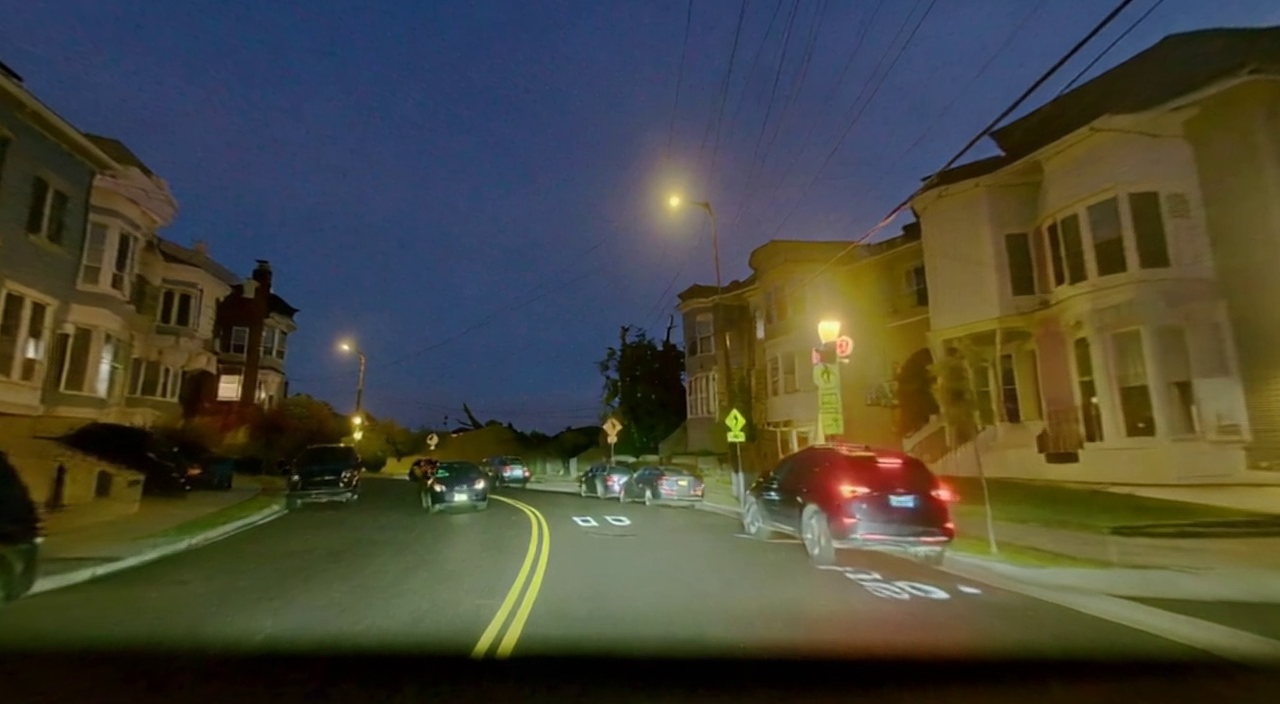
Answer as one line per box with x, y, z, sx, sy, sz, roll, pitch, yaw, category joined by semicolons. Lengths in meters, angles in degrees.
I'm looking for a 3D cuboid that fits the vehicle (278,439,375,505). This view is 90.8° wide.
-10.135;3.911;20.873;2.378;1.840;5.389;5;-11;-22;vehicle

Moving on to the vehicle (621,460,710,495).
1.313;6.317;32.100;4.163;1.586;2.023;6;-11;-36;vehicle

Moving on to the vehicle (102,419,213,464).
-24.495;4.630;32.177;4.064;1.569;1.861;19;-24;-41;vehicle

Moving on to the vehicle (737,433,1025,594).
3.082;2.165;9.413;1.994;1.682;4.750;4;-9;-6;vehicle

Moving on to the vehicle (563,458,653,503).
-1.362;4.983;24.965;1.923;1.531;4.568;5;-10;-25;vehicle

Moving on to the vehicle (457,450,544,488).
-8.163;6.726;36.555;2.449;1.869;5.504;14;-15;-38;vehicle
